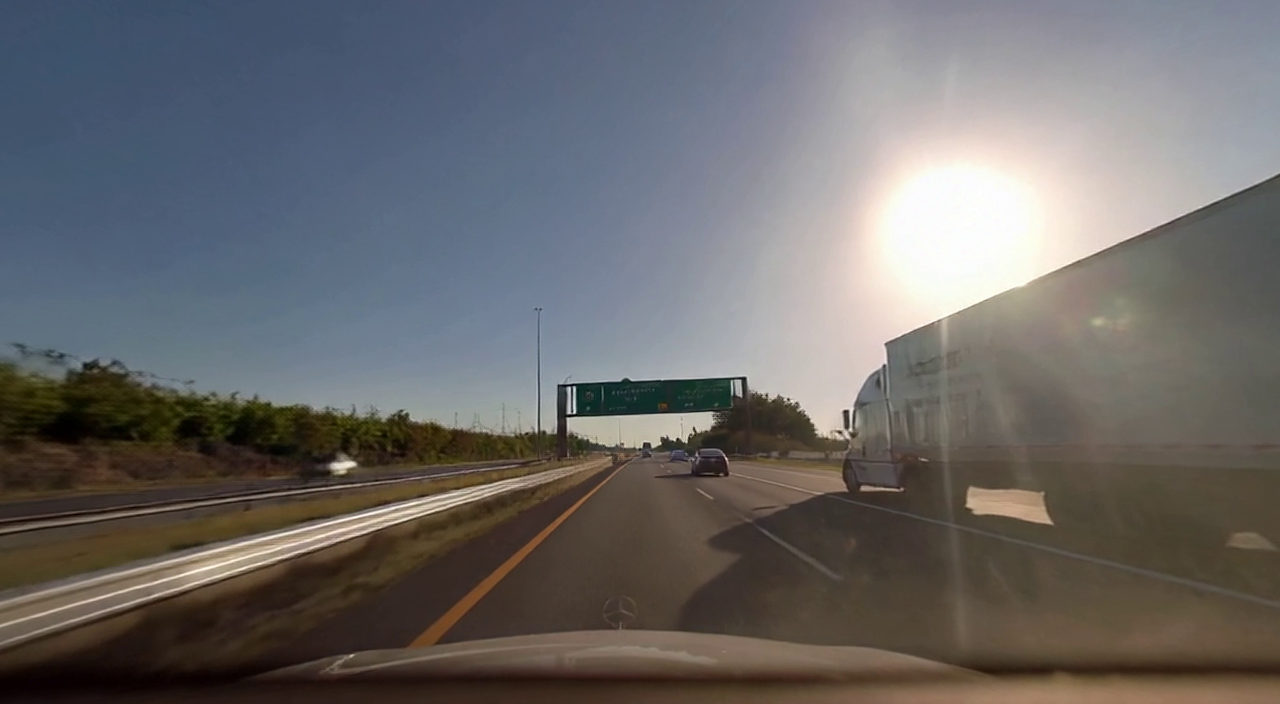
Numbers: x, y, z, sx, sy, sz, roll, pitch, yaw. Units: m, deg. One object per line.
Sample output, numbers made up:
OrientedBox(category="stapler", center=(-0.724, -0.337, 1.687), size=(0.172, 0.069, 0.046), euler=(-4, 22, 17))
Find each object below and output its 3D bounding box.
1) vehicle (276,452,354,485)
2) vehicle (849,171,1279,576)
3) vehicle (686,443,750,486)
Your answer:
OrientedBox(category="vehicle", center=(-15.430, 5.536, 30.060), size=(1.795, 1.421, 3.668), euler=(0, -9, 0))
OrientedBox(category="vehicle", center=(7.875, 1.078, 11.951), size=(2.907, 4.042, 13.858), euler=(0, -9, -1))
OrientedBox(category="vehicle", center=(3.042, 4.495, 25.325), size=(2.024, 1.579, 3.707), euler=(0, -9, -1))
